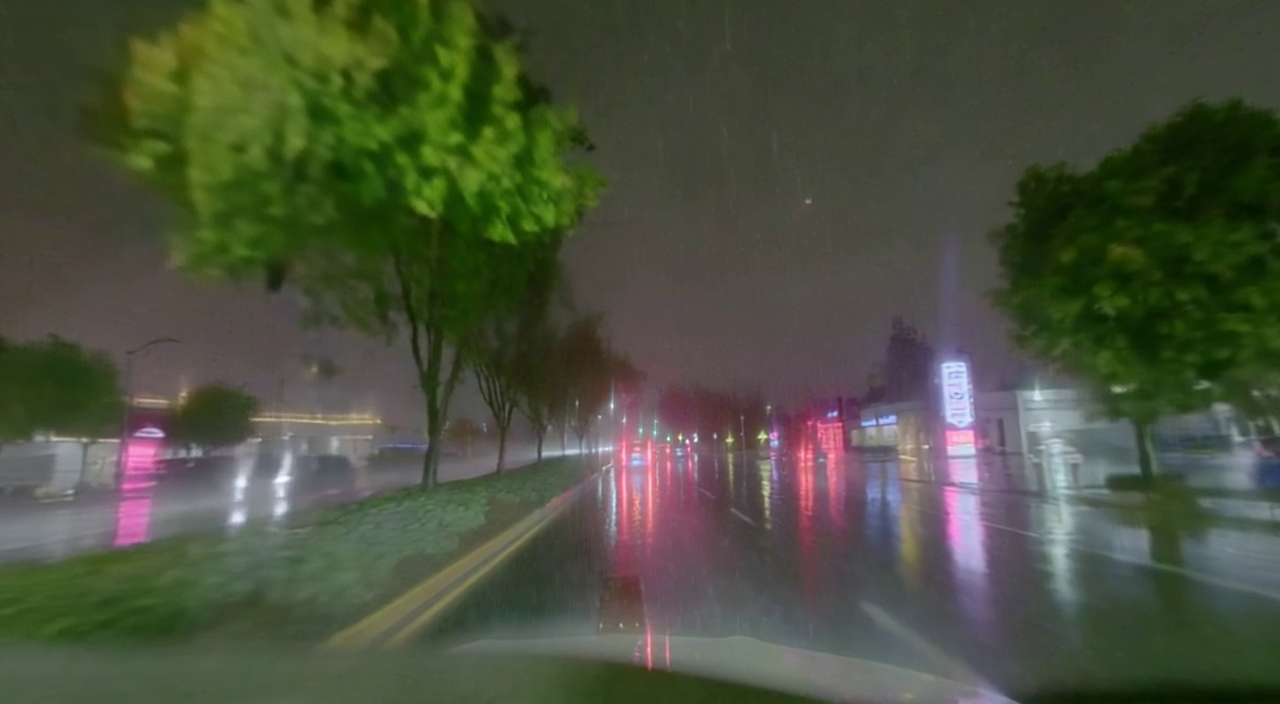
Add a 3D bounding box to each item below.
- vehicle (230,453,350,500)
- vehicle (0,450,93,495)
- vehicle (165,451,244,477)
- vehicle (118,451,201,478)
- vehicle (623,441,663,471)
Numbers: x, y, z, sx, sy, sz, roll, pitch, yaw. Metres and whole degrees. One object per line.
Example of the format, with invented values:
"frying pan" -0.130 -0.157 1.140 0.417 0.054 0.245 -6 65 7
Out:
"vehicle" -12.489 4.436 22.830 1.833 1.469 4.343 0 -9 0
"vehicle" -28.194 5.492 29.105 2.061 1.871 5.360 2 -9 -14
"vehicle" -31.171 8.011 45.258 1.952 1.729 5.170 0 -8 0
"vehicle" -34.379 8.055 45.237 2.034 1.742 4.830 0 -8 1
"vehicle" 0.123 5.471 33.319 1.998 1.452 3.773 0 -8 -1
